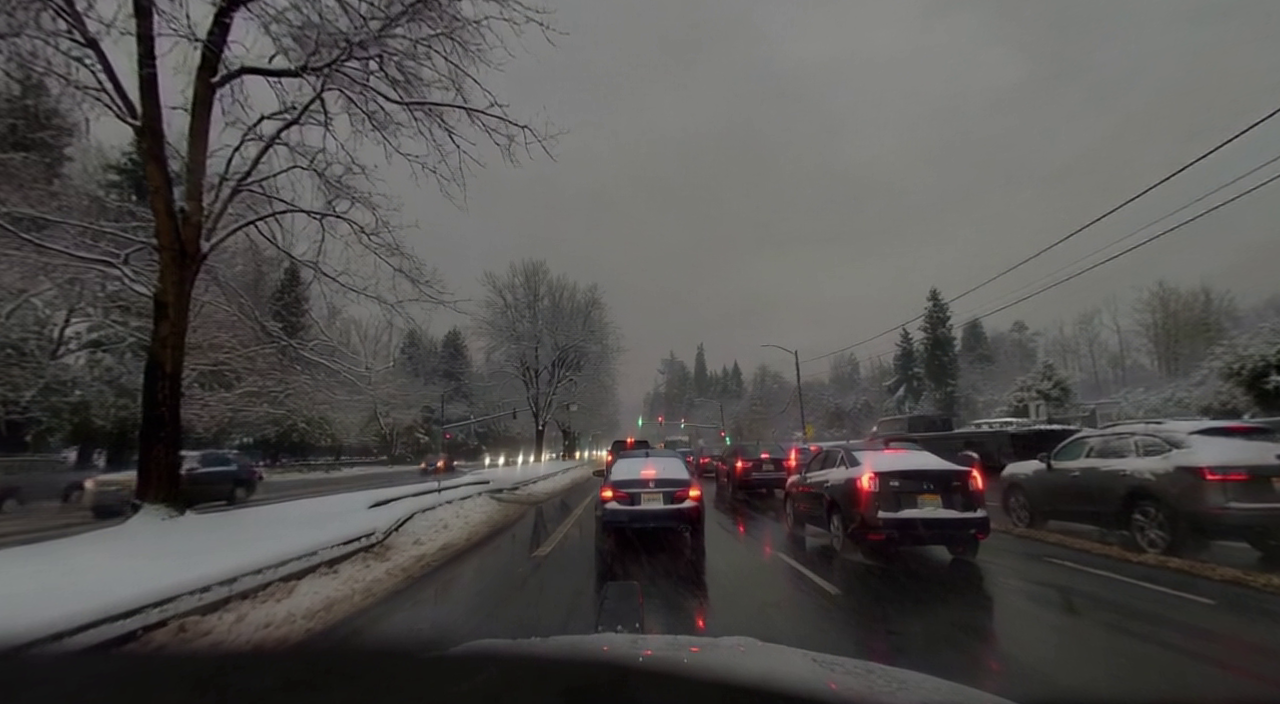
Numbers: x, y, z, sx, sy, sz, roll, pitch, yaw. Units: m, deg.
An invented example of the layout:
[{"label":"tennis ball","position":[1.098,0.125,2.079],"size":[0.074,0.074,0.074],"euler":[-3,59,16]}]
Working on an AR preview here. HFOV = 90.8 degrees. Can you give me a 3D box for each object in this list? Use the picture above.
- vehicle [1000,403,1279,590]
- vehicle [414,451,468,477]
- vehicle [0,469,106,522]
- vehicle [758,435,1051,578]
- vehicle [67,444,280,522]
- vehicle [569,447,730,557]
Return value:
[{"label":"vehicle","position":[6.907,1.667,8.050],"size":[1.987,1.730,4.373],"euler":[0,-9,-1]},{"label":"vehicle","position":[-12.429,6.999,39.777],"size":[1.943,1.467,4.442],"euler":[0,-9,0]},{"label":"vehicle","position":[-18.385,4.185,18.641],"size":[1.798,1.333,3.944],"euler":[0,-9,-1]},{"label":"vehicle","position":[3.182,1.960,9.014],"size":[1.970,1.445,4.974],"euler":[0,-9,-1]},{"label":"vehicle","position":[-11.562,3.222,16.201],"size":[1.980,1.675,4.581],"euler":[0,-9,0]},{"label":"vehicle","position":[0.085,2.173,9.944],"size":[1.990,1.347,4.067],"euler":[0,-9,-1]}]
